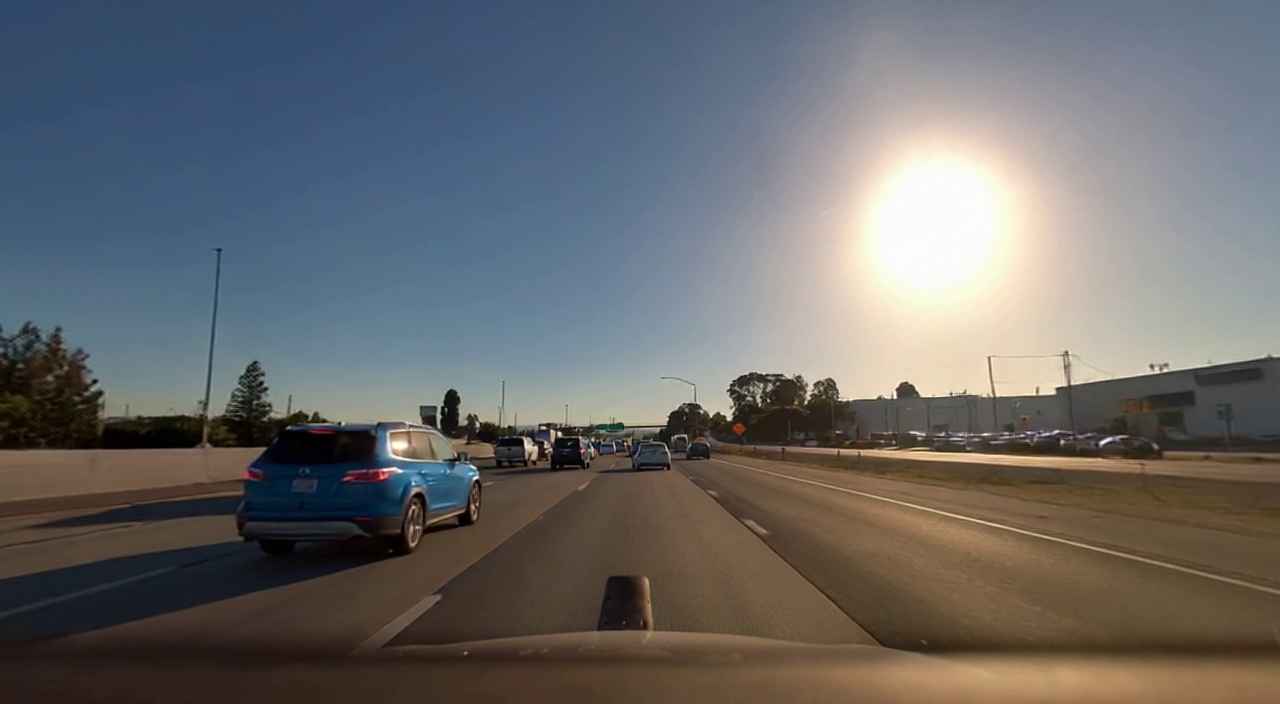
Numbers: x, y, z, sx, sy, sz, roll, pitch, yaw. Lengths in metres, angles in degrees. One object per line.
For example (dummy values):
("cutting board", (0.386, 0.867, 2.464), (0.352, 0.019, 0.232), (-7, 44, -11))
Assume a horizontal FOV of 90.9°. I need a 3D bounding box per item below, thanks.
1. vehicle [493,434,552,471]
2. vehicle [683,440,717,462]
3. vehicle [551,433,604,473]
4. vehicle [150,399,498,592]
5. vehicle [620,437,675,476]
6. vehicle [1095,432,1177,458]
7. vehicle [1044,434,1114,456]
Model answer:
("vehicle", (-6.160, 5.342, 33.809), (2.125, 1.804, 4.864), (0, -8, 1))
("vehicle", (4.332, 7.201, 46.102), (1.980, 1.492, 4.442), (0, -8, -1))
("vehicle", (-2.877, 4.777, 29.985), (2.007, 1.730, 4.412), (0, -8, 1))
("vehicle", (-3.306, 1.595, 7.868), (1.961, 1.687, 4.453), (0, -8, 1))
("vehicle", (0.292, 4.337, 26.334), (2.090, 1.474, 3.970), (0, -8, 0))
("vehicle", (30.036, 5.671, 38.329), (1.743, 1.467, 4.058), (0, -8, 2))
("vehicle", (30.082, 6.384, 43.365), (1.749, 1.454, 4.210), (0, -8, 0))
